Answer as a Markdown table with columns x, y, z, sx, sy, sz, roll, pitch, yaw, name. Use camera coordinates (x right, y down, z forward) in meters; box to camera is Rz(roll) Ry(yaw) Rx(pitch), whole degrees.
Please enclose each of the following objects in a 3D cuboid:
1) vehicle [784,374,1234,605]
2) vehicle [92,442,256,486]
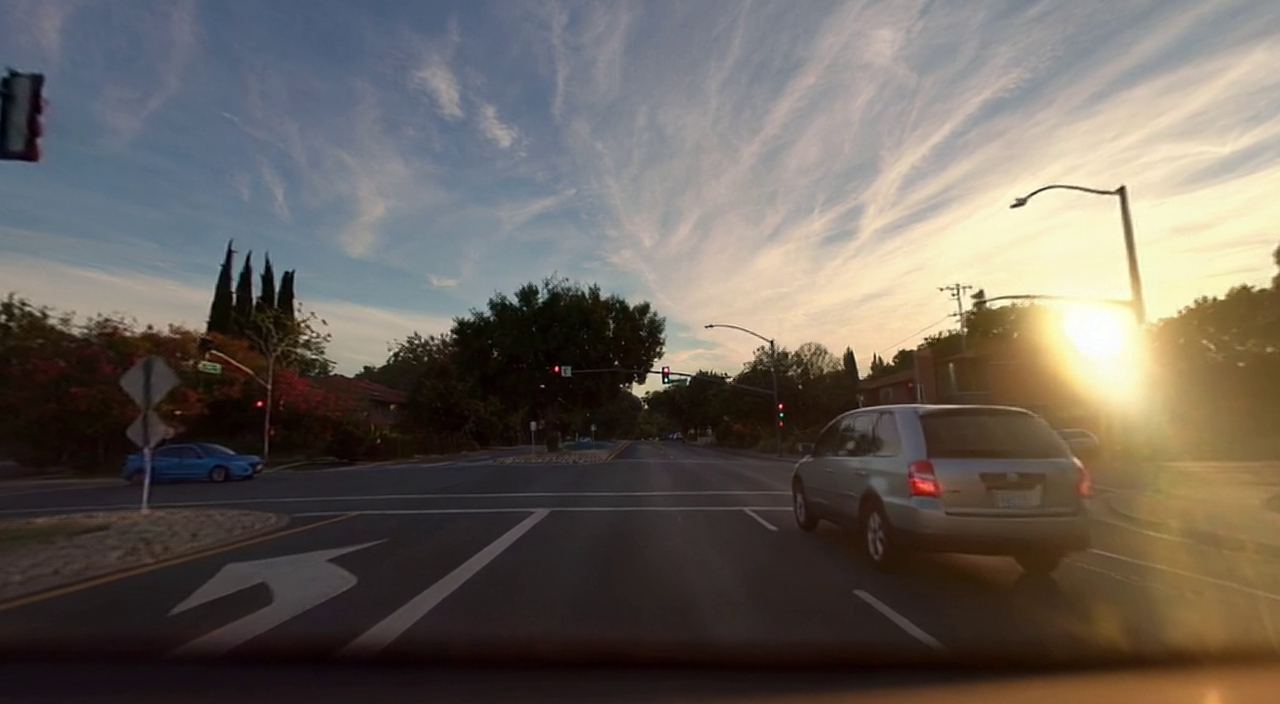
| x | y | z | sx | sy | sz | roll | pitch | yaw | name |
| --- | --- | --- | --- | --- | --- | --- | --- | --- | --- |
| 3.463 | 1.436 | 7.473 | 2.229 | 1.795 | 4.927 | 0 | -9 | -1 | vehicle |
| -18.503 | 4.447 | 25.338 | 4.737 | 1.659 | 2.042 | 1 | -9 | -10 | vehicle |
